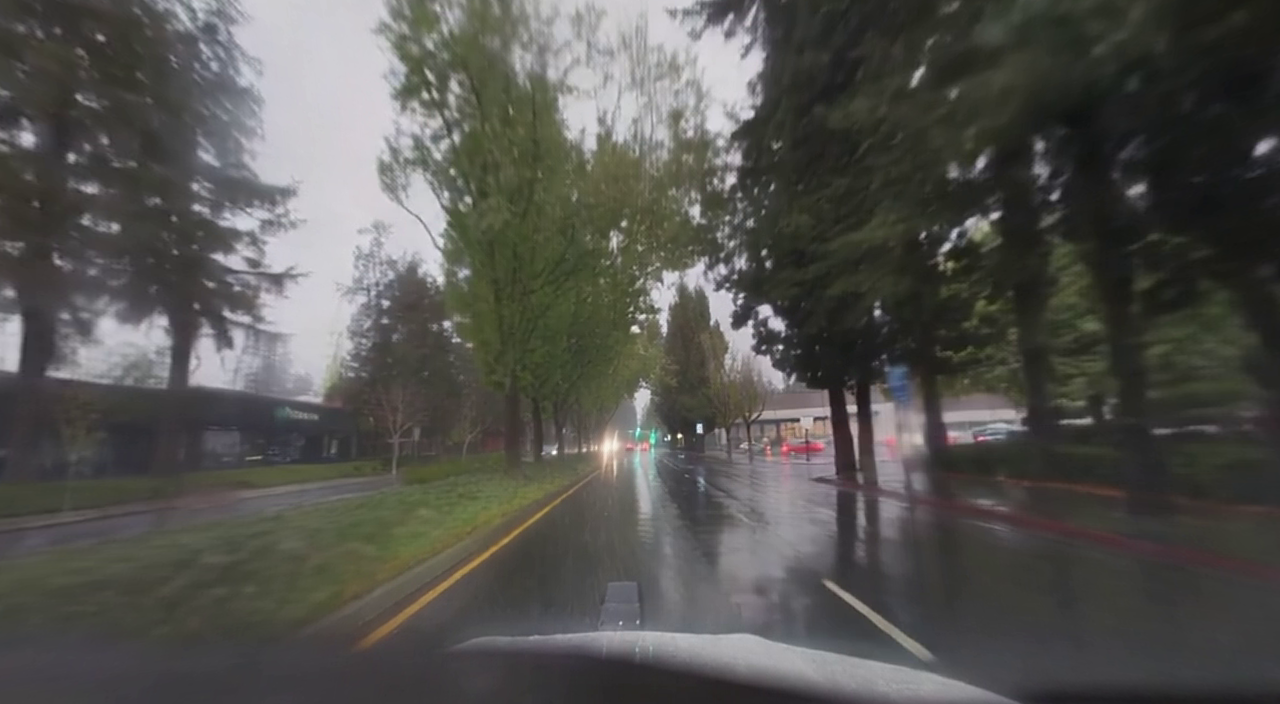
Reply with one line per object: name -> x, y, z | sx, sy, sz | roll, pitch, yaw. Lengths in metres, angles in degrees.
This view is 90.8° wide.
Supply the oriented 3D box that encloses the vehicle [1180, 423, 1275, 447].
vehicle -> 38.588, 5.474, 41.677 | 1.860, 1.467, 4.614 | -1, -8, 2
